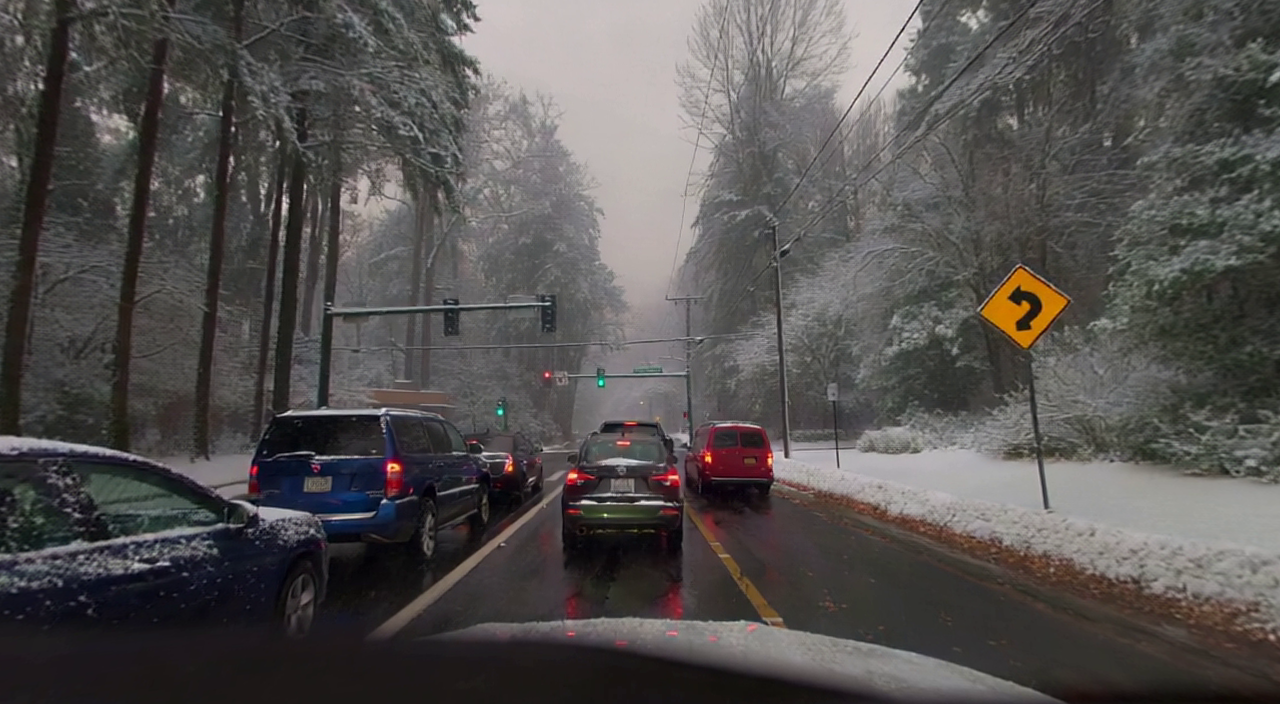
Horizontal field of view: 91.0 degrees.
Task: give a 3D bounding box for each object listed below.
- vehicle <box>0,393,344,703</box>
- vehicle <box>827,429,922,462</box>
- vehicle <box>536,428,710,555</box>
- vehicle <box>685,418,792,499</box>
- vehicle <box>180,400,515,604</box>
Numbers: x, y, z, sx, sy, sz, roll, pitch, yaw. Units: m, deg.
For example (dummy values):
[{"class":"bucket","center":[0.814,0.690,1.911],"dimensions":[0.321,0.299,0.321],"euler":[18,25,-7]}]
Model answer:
[{"class":"vehicle","center":[-2.914,0.833,1.620],"dimensions":[1.974,1.484,4.716],"euler":[0,-8,0]},{"class":"vehicle","center":[11.374,4.555,30.697],"dimensions":[3.883,1.534,1.779],"euler":[0,-8,2]},{"class":"vehicle","center":[-0.253,1.919,9.345],"dimensions":[2.025,1.453,3.848],"euler":[0,-8,-2]},{"class":"vehicle","center":[2.450,2.816,16.921],"dimensions":[2.059,1.864,4.541],"euler":[0,-8,-1]},{"class":"vehicle","center":[-2.893,1.573,7.451],"dimensions":[1.964,1.712,4.097],"euler":[0,-8,0]}]
